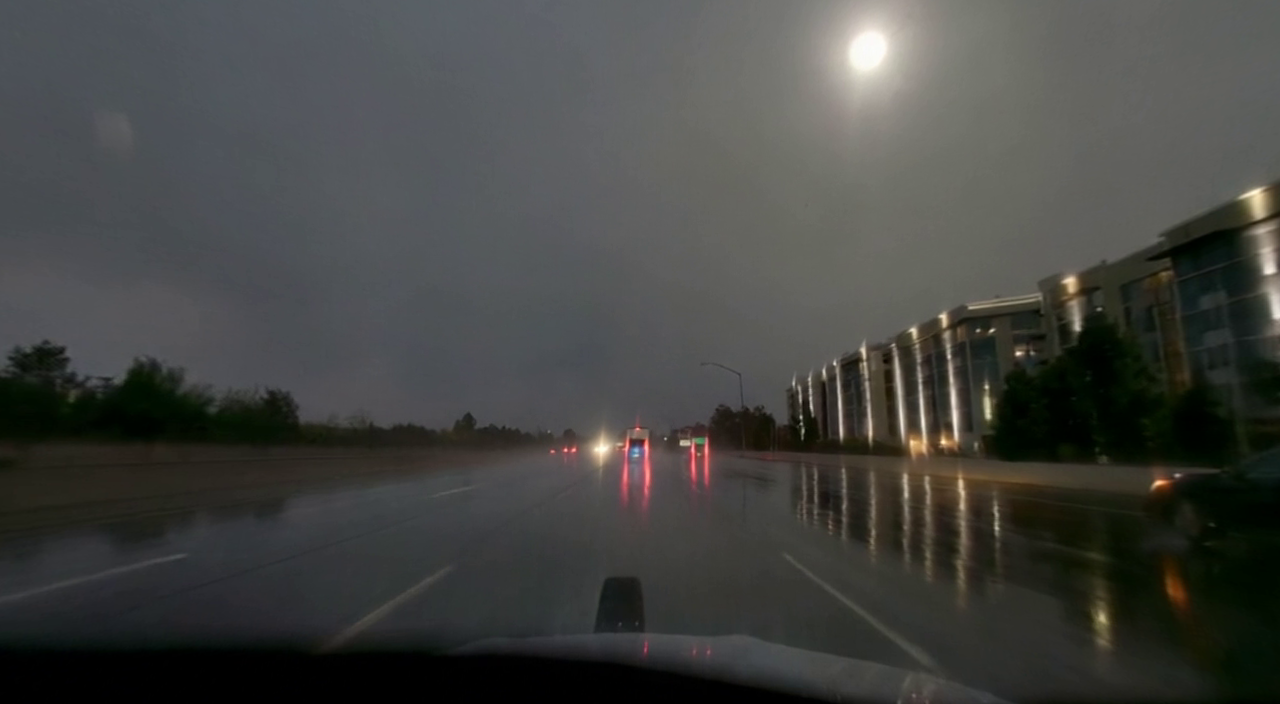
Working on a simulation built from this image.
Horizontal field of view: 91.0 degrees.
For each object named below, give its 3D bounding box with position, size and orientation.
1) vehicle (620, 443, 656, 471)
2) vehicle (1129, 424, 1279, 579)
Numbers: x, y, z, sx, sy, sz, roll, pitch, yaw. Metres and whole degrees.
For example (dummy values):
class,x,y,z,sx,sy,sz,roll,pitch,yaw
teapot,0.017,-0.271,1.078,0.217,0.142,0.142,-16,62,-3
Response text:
class,x,y,z,sx,sy,sz,roll,pitch,yaw
vehicle,-0.108,6.132,37.082,2.036,1.542,3.891,0,-8,0
vehicle,7.245,1.382,5.604,1.937,1.498,4.710,0,-8,-1
